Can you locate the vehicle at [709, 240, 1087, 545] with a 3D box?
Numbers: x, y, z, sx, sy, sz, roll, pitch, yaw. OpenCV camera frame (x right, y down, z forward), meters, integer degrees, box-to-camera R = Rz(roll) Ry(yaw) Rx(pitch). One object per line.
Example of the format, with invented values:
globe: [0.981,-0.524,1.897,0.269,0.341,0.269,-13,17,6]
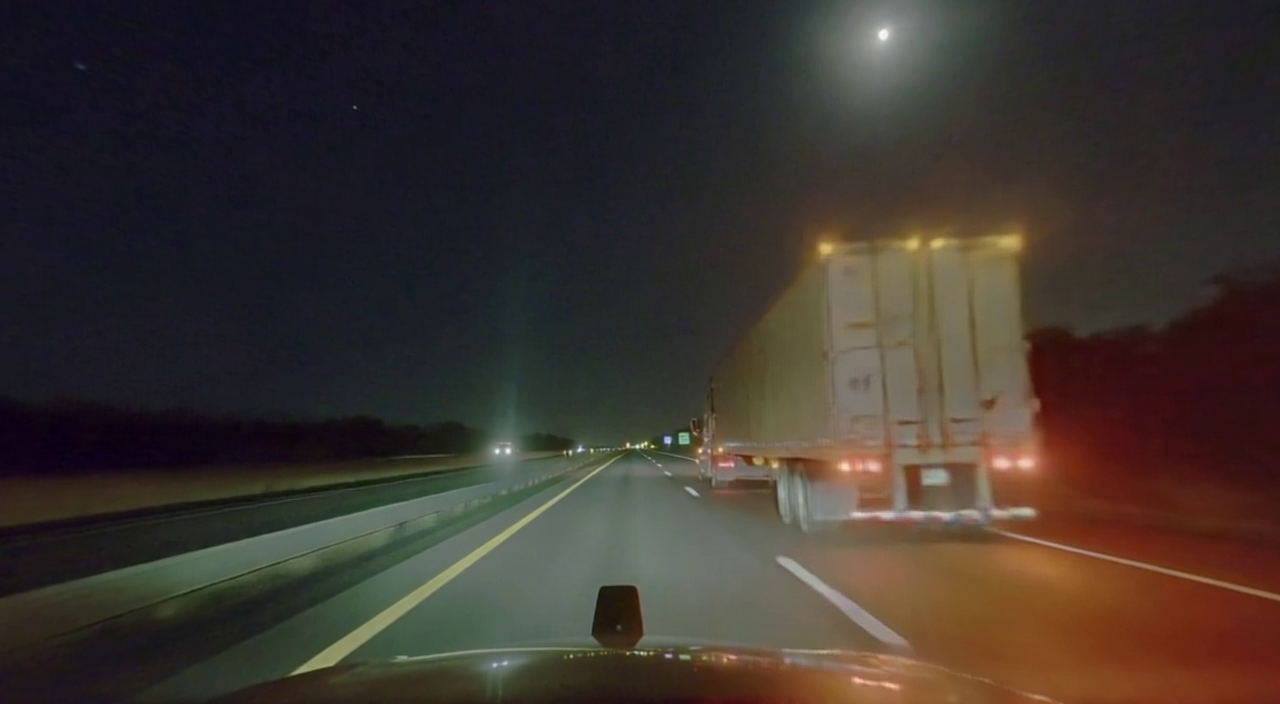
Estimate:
vehicle: [3.997,1.518,15.024,2.922,3.905,14.151,0,-9,-1]
